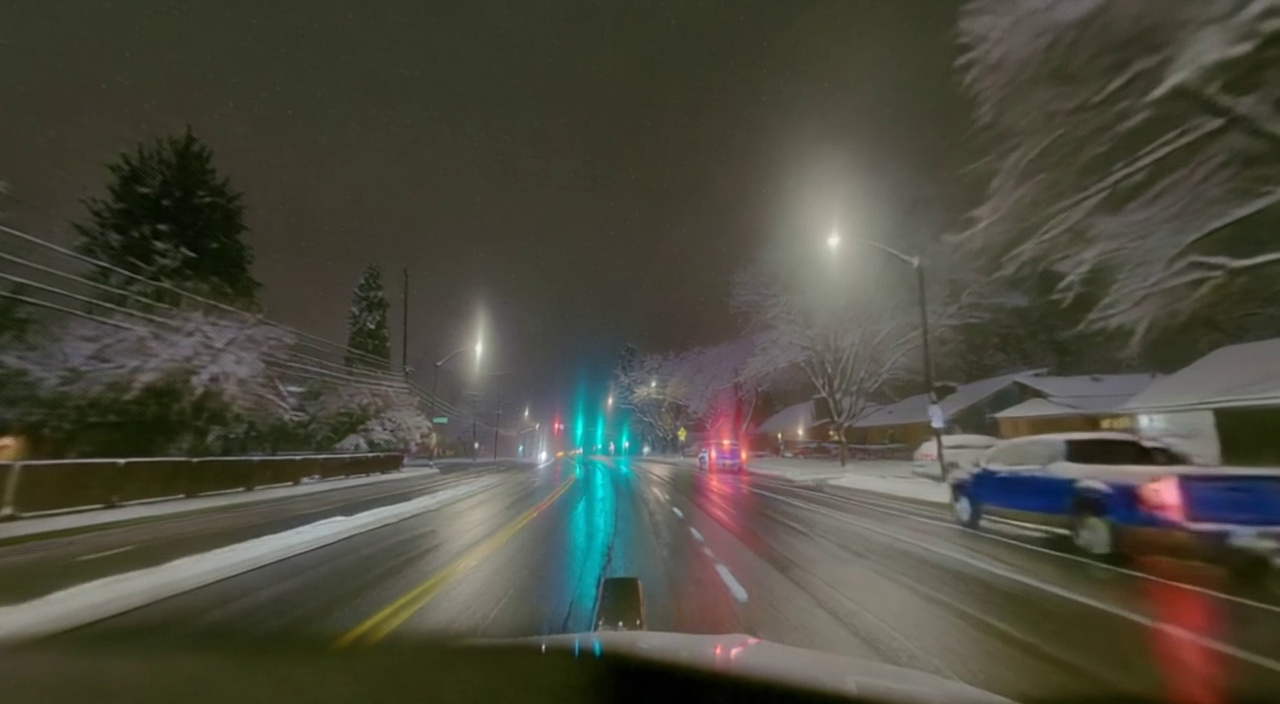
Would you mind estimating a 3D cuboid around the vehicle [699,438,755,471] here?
[{"bbox_3d":[5.164,6.210,38.547,2.285,1.868,5.575,1,-8,-4],"label":"vehicle"}]

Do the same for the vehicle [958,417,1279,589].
[{"bbox_3d":[6.544,1.851,8.666,2.024,1.710,4.525,0,-8,0],"label":"vehicle"}]

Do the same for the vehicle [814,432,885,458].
[{"bbox_3d":[15.820,6.991,47.810,4.623,1.741,1.924,-2,-7,-4],"label":"vehicle"}]
